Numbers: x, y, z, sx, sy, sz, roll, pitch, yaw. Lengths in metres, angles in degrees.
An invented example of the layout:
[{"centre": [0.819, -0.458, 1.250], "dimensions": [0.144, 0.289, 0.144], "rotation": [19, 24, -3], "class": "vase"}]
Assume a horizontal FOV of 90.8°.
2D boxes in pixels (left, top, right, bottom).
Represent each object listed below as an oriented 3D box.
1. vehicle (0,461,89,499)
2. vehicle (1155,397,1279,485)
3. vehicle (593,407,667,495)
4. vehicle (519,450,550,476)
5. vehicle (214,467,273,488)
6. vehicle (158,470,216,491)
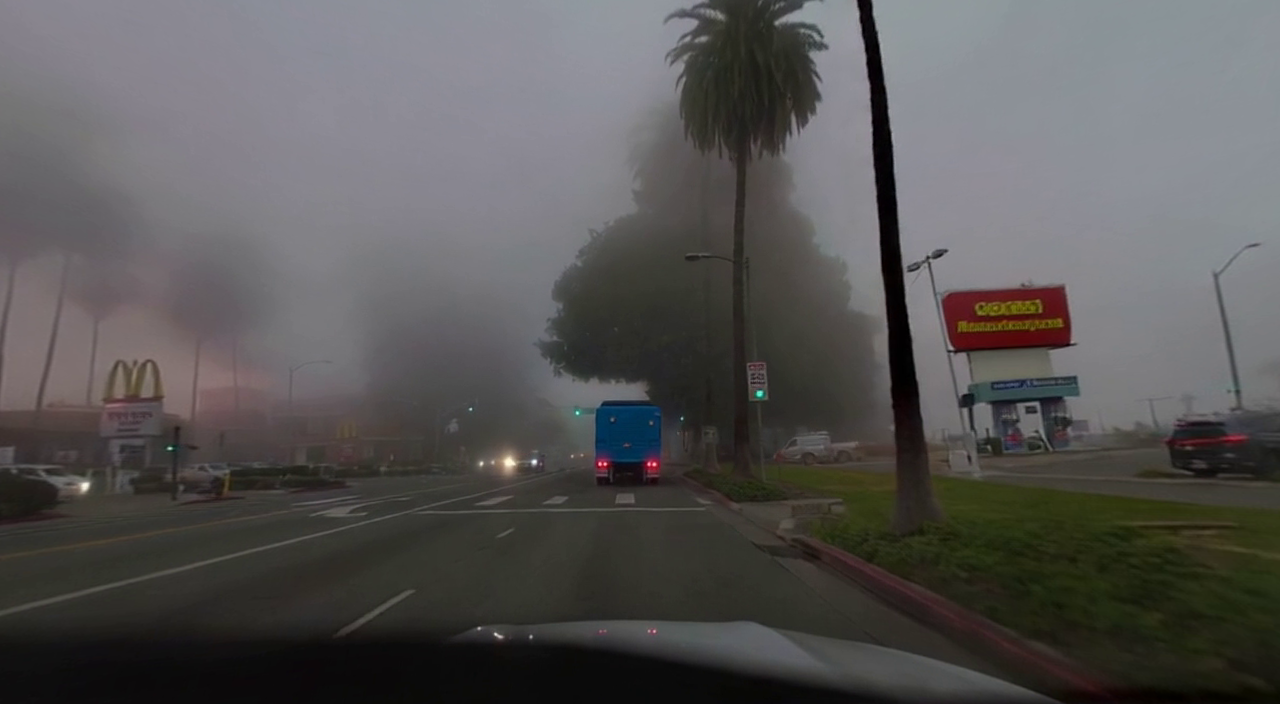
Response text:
[{"centre": [-28.173, 5.772, 28.675], "dimensions": [4.303, 1.567, 2.021], "rotation": [5, -10, -29], "class": "vehicle"}, {"centre": [15.782, 2.297, 16.249], "dimensions": [5.078, 1.937, 2.326], "rotation": [6, -10, -33], "class": "vehicle"}, {"centre": [-0.221, 3.795, 24.528], "dimensions": [2.463, 2.954, 5.938], "rotation": [0, -8, 3], "class": "vehicle"}, {"centre": [-7.519, 7.863, 45.021], "dimensions": [1.997, 1.679, 4.263], "rotation": [1, -9, -9], "class": "vehicle"}, {"centre": [-31.029, 9.813, 49.618], "dimensions": [1.766, 1.428, 4.337], "rotation": [0, -8, 1], "class": "vehicle"}, {"centre": [-35.736, 10.126, 49.925], "dimensions": [1.834, 1.383, 3.707], "rotation": [0, -8, 0], "class": "vehicle"}]
